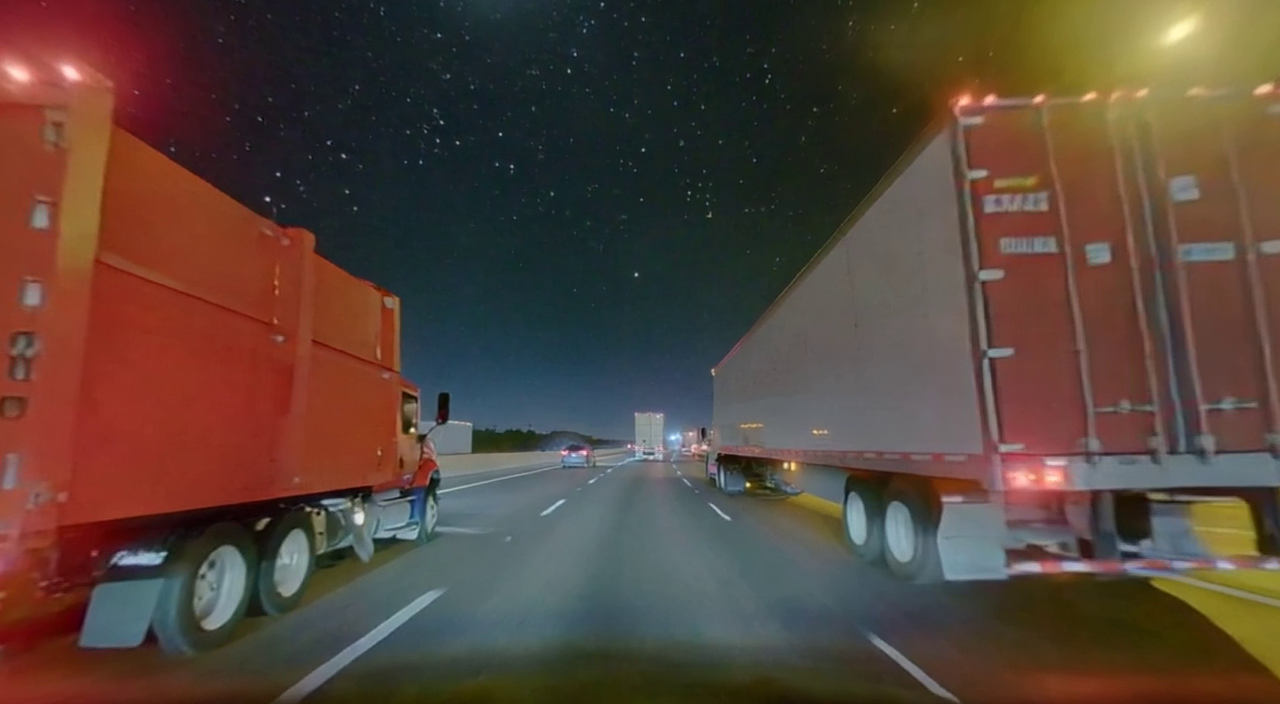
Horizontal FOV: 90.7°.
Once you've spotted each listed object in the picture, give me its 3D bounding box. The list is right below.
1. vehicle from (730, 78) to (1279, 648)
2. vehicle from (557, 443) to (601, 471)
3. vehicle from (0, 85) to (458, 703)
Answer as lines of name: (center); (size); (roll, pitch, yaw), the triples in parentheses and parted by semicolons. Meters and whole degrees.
vehicle: (4.018, 0.930, 10.992); (2.951, 3.974, 13.340); (-1, -9, 0)
vehicle: (-3.417, 5.940, 36.124); (2.024, 1.472, 4.014); (-1, -9, 2)
vehicle: (-3.881, 0.791, 5.734); (2.557, 2.855, 6.674); (0, -9, -1)
